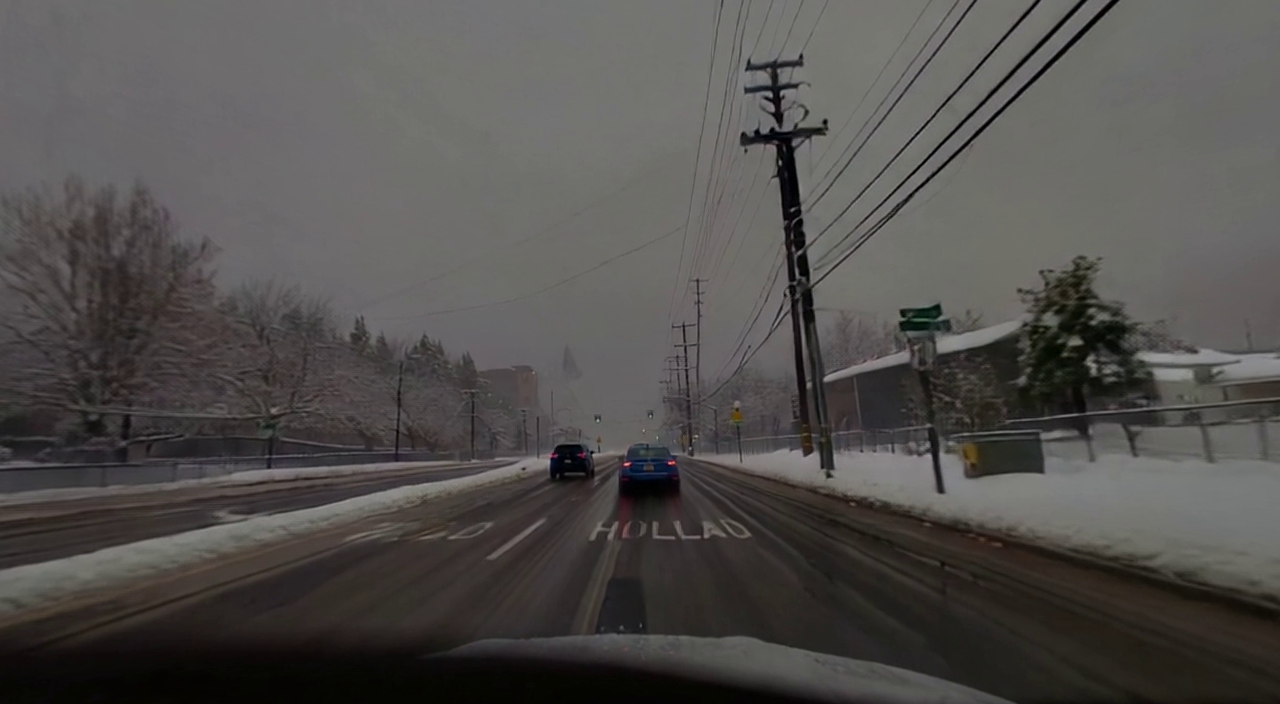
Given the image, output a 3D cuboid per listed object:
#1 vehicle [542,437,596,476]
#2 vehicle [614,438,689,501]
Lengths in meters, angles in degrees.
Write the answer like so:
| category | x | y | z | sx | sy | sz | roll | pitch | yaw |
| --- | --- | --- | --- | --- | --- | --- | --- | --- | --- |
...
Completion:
| category | x | y | z | sx | sy | sz | roll | pitch | yaw |
| --- | --- | --- | --- | --- | --- | --- | --- | --- | --- |
| vehicle | -3.472 | 5.191 | 31.443 | 2.078 | 1.804 | 4.387 | -1 | -8 | 1 |
| vehicle | 0.314 | 3.542 | 19.358 | 2.059 | 1.691 | 3.980 | 0 | -8 | 0 |
